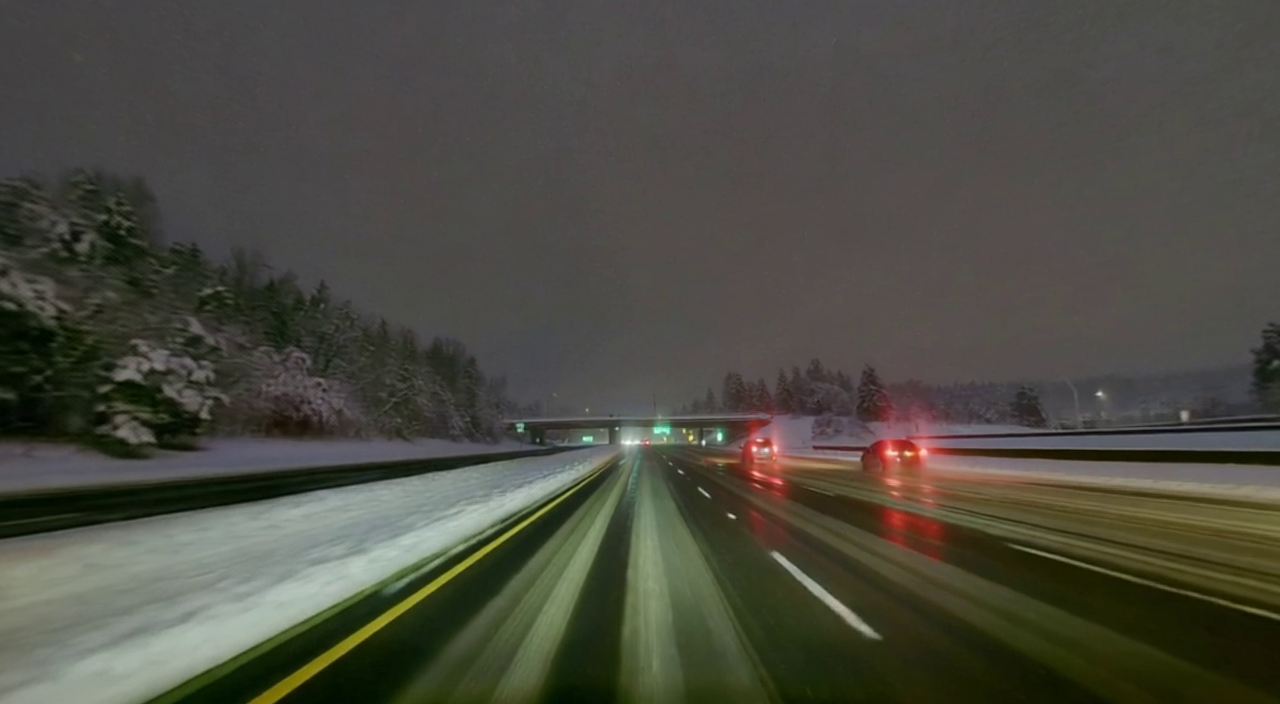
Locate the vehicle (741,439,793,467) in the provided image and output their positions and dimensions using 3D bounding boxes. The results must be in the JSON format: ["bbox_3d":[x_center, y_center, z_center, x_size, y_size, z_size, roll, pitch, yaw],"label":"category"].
[{"bbox_3d":[7.079,5.676,35.705,2.025,1.484,4.208,0,-8,-1],"label":"vehicle"}]
